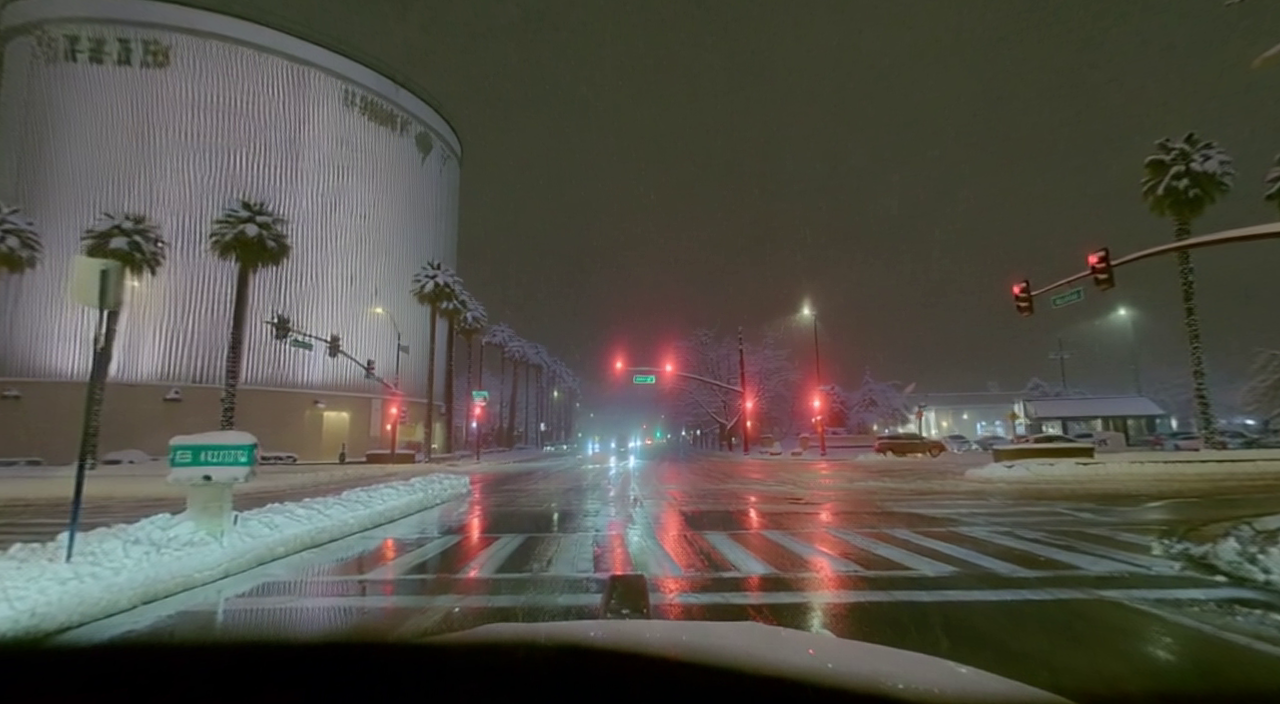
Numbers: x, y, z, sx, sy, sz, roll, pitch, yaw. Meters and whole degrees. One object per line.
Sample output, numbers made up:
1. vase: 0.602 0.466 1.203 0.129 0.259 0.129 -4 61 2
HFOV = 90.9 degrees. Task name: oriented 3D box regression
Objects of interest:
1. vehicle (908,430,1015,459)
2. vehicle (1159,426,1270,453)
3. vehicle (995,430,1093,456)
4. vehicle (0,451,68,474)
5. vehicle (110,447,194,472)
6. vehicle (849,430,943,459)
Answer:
1. vehicle: 16.912 4.868 33.305 4.684 1.461 1.777 0 -8 -1
2. vehicle: 33.139 5.062 36.440 4.567 1.458 1.791 0 -8 0
3. vehicle: 23.502 5.338 36.777 4.423 1.465 1.798 0 -8 1
4. vehicle: -41.661 7.497 42.844 3.698 1.467 1.779 0 -8 1
5. vehicle: -33.094 7.279 42.827 4.136 1.661 1.857 0 -8 1
6. vehicle: 14.974 5.428 37.030 4.648 1.665 1.910 0 -8 0
